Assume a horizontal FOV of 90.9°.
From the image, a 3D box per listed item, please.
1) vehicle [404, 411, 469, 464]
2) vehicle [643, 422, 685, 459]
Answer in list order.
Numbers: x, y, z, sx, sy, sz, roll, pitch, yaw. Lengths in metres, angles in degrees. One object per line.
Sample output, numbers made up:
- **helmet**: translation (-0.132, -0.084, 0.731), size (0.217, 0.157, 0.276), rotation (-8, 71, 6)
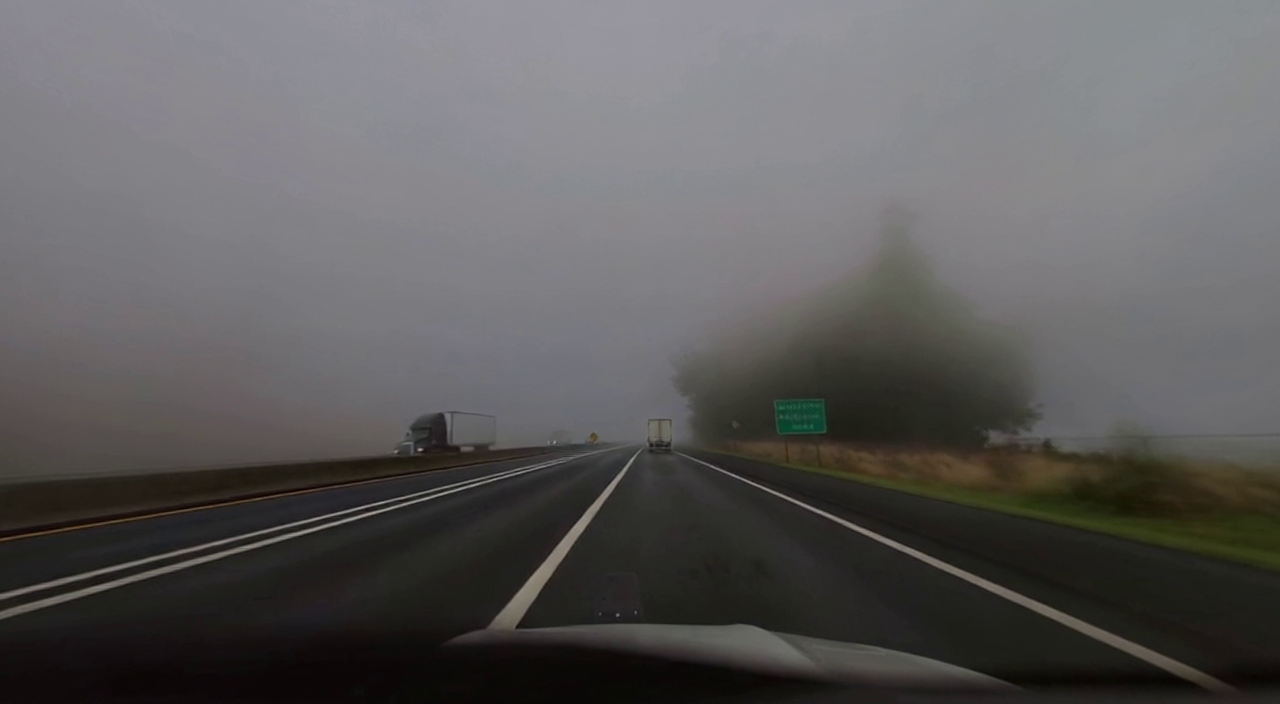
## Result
- **vehicle**: translation (-15.659, 6.629, 48.906), size (3.005, 3.785, 5.802), rotation (0, -8, 0)
- **vehicle**: translation (1.533, 5.908, 42.274), size (2.495, 2.327, 5.800), rotation (0, -8, -1)
